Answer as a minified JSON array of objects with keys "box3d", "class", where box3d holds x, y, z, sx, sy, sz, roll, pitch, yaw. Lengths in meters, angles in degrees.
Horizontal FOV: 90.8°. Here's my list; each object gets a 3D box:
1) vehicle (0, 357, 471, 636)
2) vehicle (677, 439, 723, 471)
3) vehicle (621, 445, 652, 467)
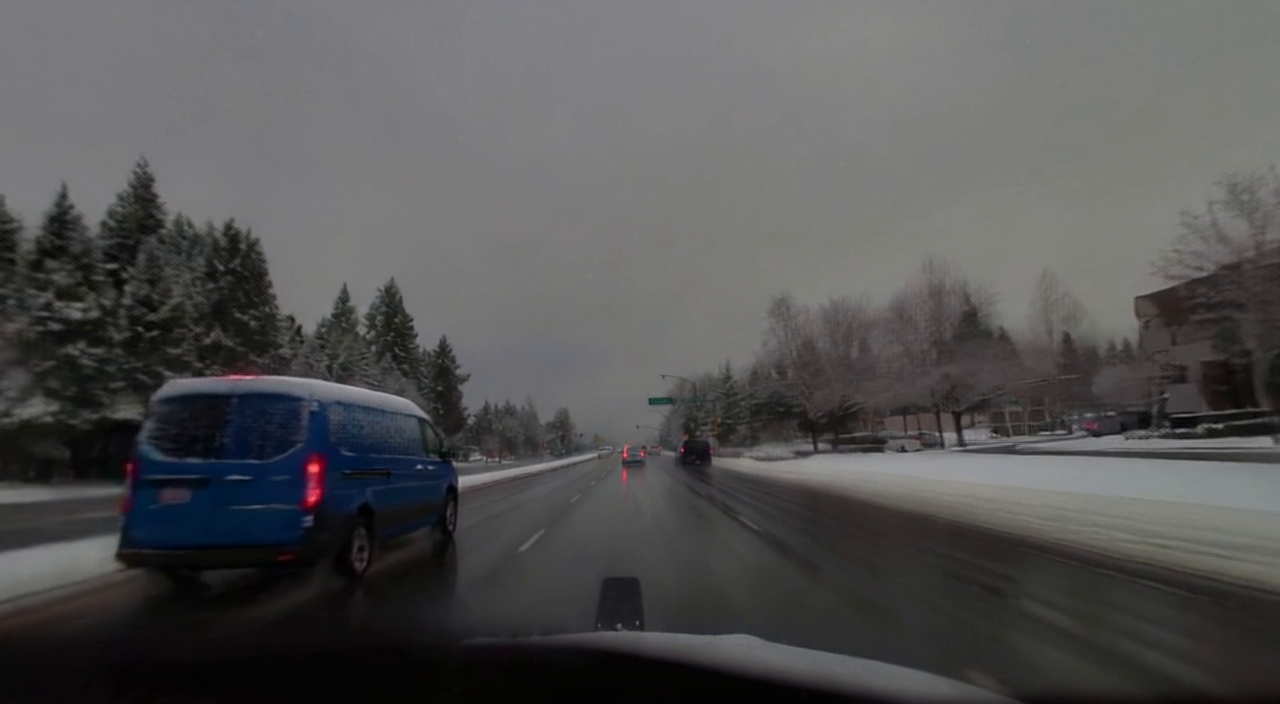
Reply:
[{"box3d":[-3.478,1.310,6.657,2.075,1.863,4.744,0,-9,0],"class":"vehicle"},{"box3d":[3.480,6.092,37.554,2.181,1.781,4.257,0,-9,-2],"class":"vehicle"},{"box3d":[-0.289,7.267,44.272,2.039,1.455,3.826,0,-9,-1],"class":"vehicle"}]
